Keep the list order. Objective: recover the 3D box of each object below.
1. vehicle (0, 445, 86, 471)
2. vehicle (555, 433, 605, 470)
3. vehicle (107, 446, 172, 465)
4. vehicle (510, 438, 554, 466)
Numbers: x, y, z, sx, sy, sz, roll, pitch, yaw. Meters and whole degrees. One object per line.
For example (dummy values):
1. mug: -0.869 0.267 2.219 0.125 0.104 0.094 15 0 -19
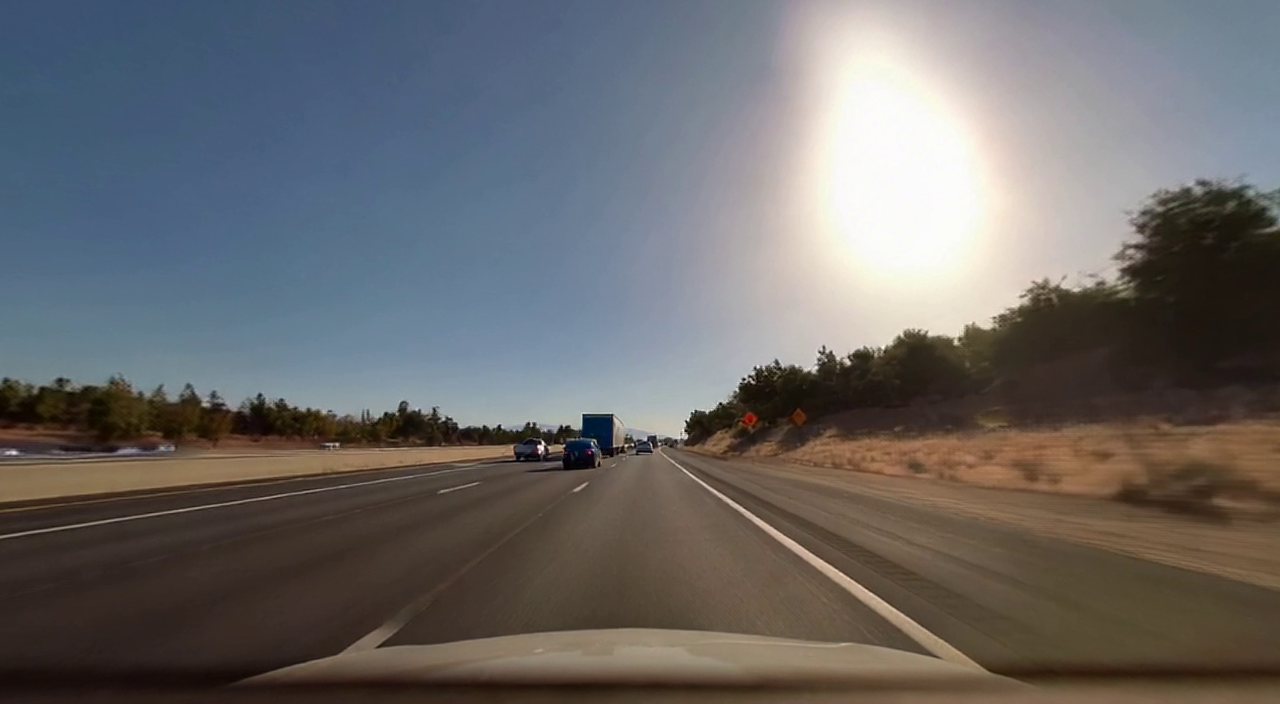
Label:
1. vehicle: -41.805 7.337 43.728 2.062 1.655 4.781 0 -8 0
2. vehicle: -3.048 5.143 32.504 2.194 1.766 3.720 0 -8 0
3. vehicle: -38.357 7.936 48.253 1.790 1.345 3.970 0 -8 -1
4. vehicle: -7.152 6.672 42.015 2.078 1.729 4.722 0 -8 1
